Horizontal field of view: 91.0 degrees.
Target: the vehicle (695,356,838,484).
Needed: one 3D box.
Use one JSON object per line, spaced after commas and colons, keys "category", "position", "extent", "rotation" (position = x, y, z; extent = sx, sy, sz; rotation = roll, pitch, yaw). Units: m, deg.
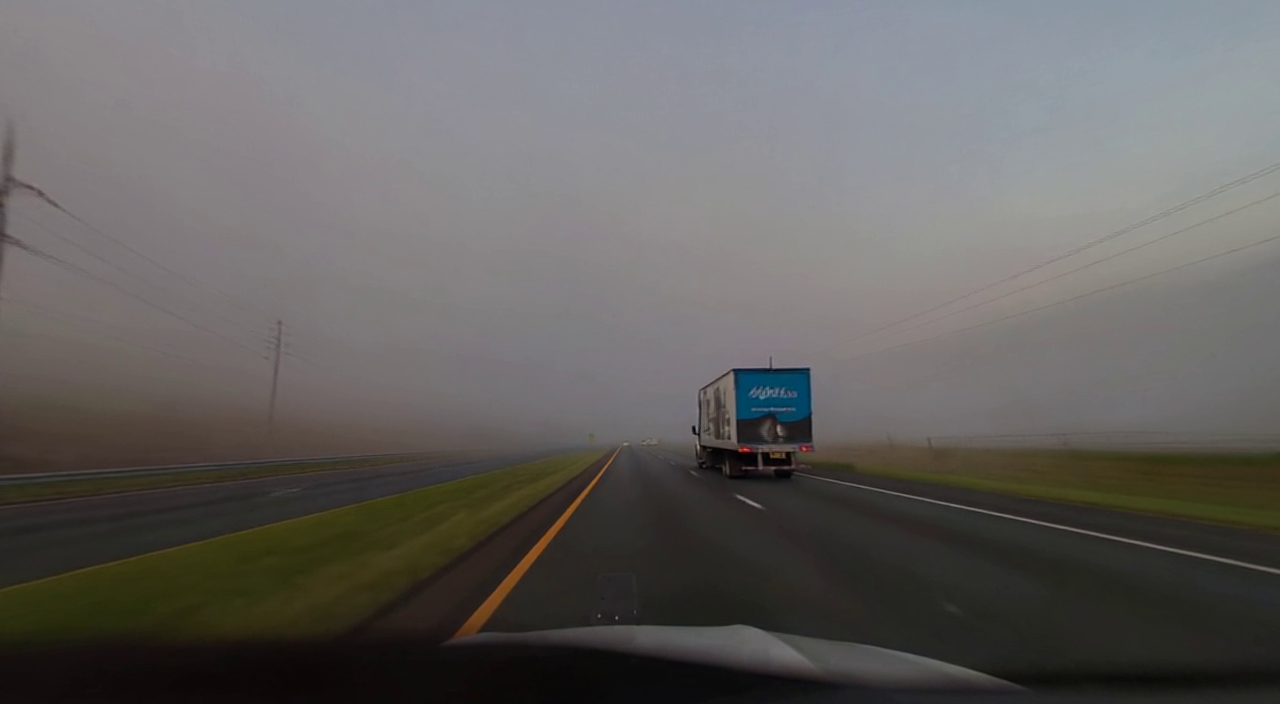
{"category": "vehicle", "position": [4.033, 2.592, 22.778], "extent": [3.037, 3.672, 9.136], "rotation": [0, -8, -1]}
